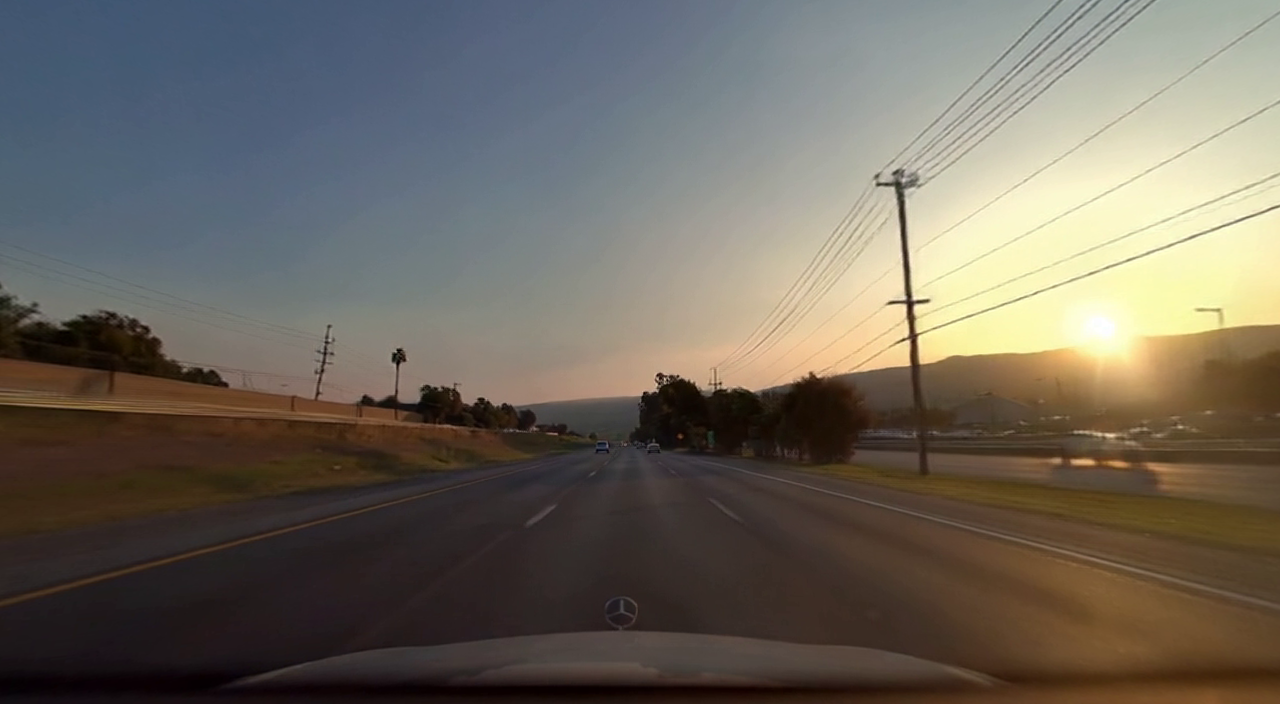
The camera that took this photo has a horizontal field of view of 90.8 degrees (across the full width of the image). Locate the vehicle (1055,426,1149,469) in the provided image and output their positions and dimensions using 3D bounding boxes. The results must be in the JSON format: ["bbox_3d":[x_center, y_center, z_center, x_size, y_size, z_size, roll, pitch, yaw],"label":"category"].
[{"bbox_3d":[33.626,6.987,46.294,2.286,2.884,6.022,0,-8,1],"label":"vehicle"}]
